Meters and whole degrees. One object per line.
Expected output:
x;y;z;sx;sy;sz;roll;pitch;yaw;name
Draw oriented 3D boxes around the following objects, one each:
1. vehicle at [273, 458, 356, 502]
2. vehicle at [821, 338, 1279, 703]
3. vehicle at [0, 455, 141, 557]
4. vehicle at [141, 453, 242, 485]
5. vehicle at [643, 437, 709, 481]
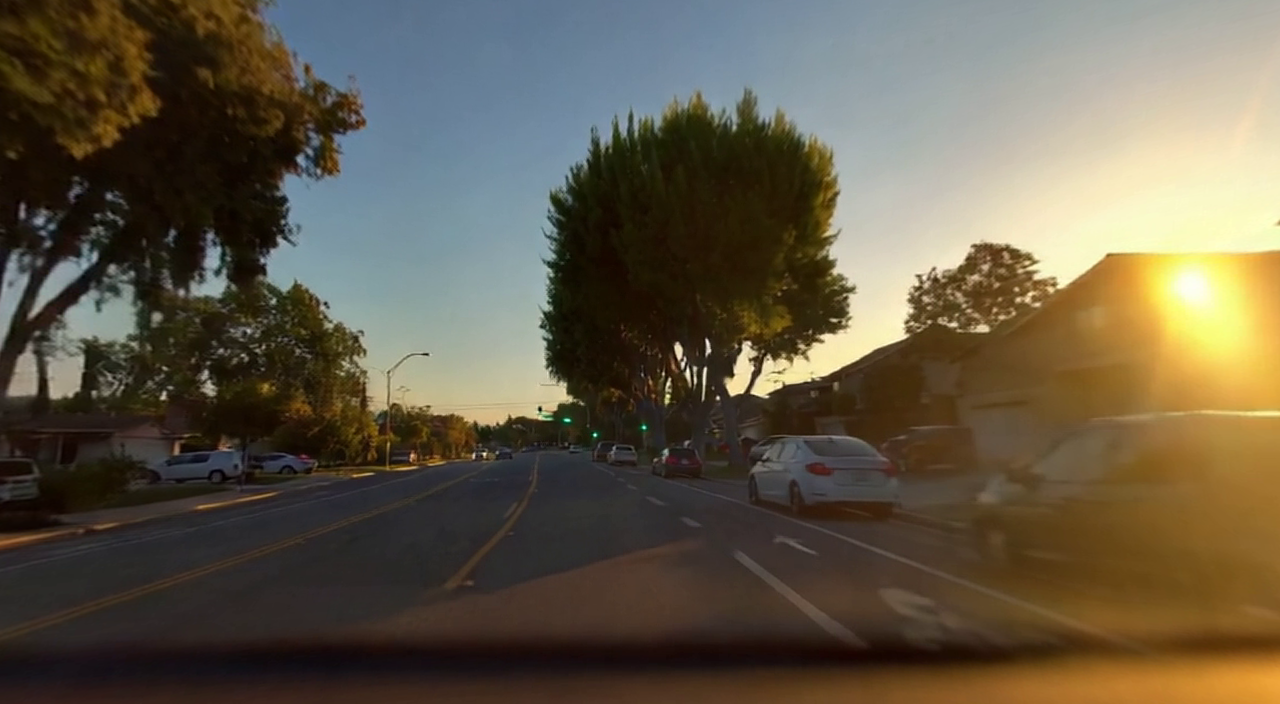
-14.308;5.587;27.933;1.932;1.468;4.305;-5;-8;-9;vehicle
4.313;1.391;6.152;2.723;1.785;7.174;4;-9;-2;vehicle
-12.121;2.972;11.881;2.159;1.677;4.112;-7;-8;-3;vehicle
-27.644;7.199;38.955;4.552;1.857;1.950;1;-9;-7;vehicle
1.590;4.976;29.600;2.348;1.804;5.207;3;-9;-5;vehicle
